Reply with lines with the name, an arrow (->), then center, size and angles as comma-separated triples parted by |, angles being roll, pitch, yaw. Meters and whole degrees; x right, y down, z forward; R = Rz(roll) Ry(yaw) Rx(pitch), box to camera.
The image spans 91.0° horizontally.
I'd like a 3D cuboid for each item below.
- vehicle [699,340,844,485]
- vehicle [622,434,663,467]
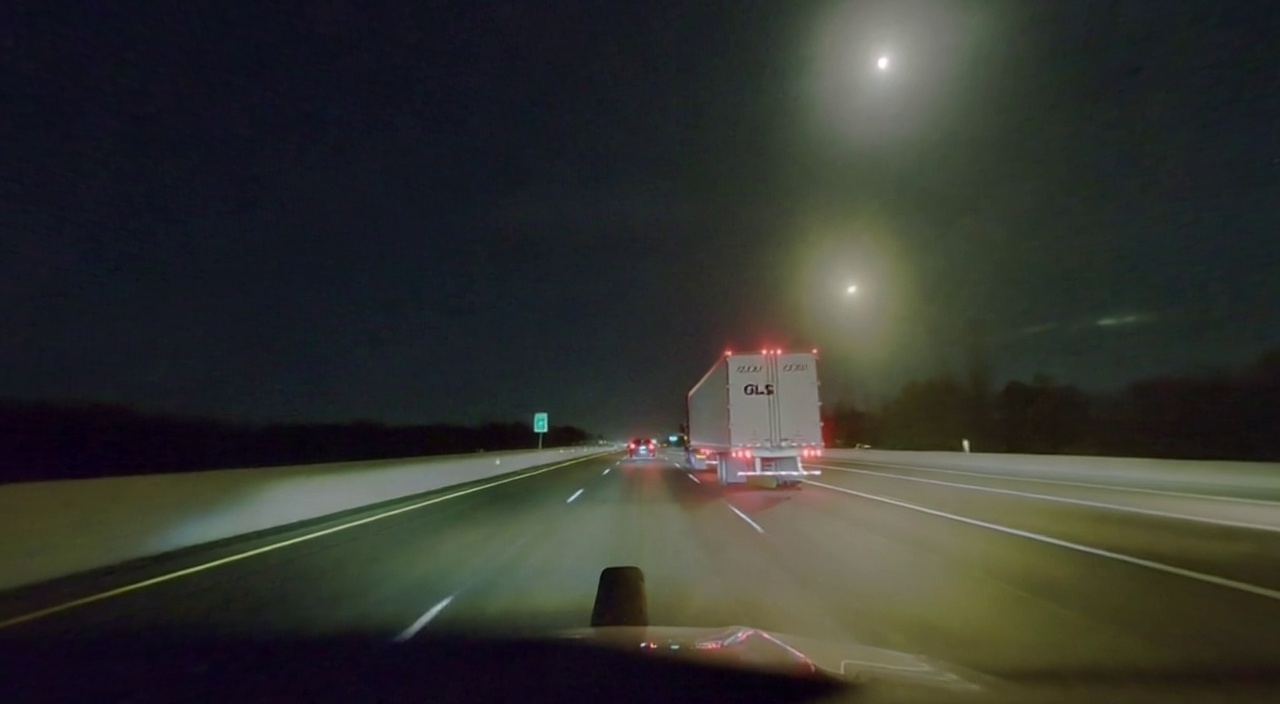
vehicle -> 4.180, 2.417, 22.977 | 3.014, 4.068, 10.359 | 0, -8, 0
vehicle -> 0.119, 5.264, 33.835 | 2.050, 1.654, 4.192 | 0, -8, 0
